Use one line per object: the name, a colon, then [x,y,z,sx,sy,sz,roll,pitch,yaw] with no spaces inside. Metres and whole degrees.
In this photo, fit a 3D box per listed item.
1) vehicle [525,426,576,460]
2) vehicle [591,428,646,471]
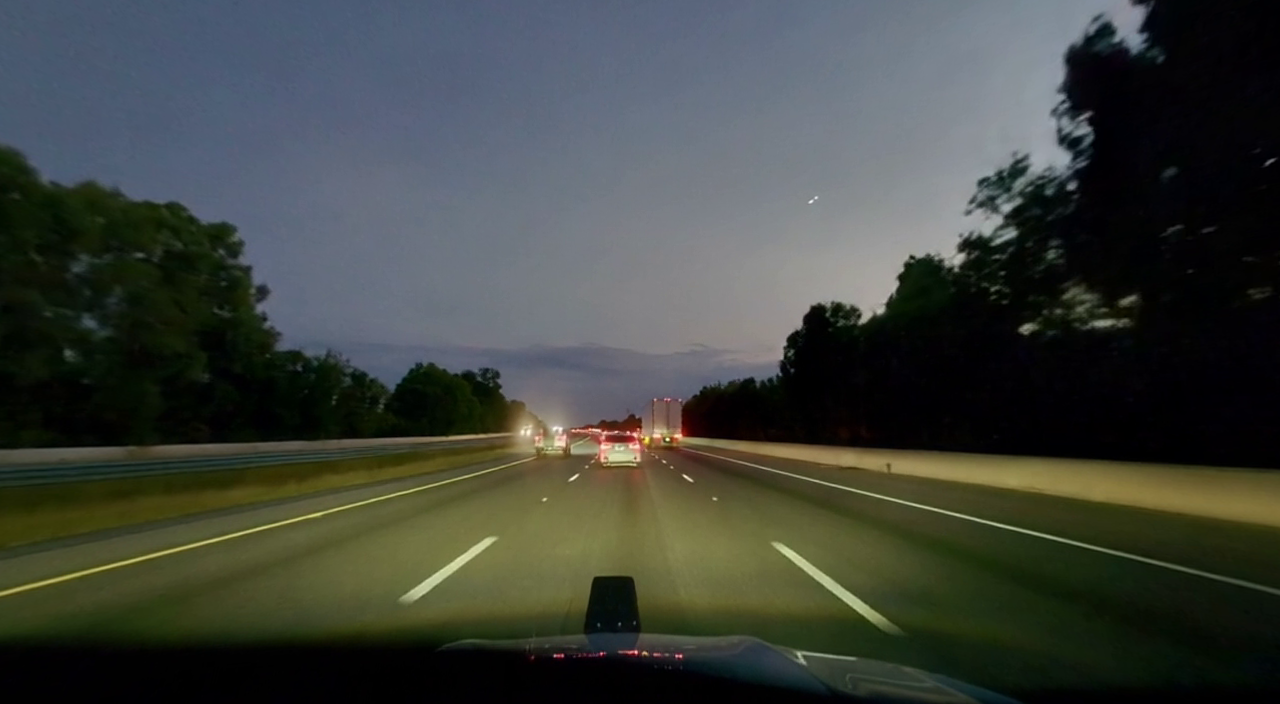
vehicle: [-4.980,5.173,35.693,2.234,1.773,5.134,0,-8,-1]
vehicle: [-0.843,3.931,25.538,2.048,1.563,4.087,0,-8,-1]
